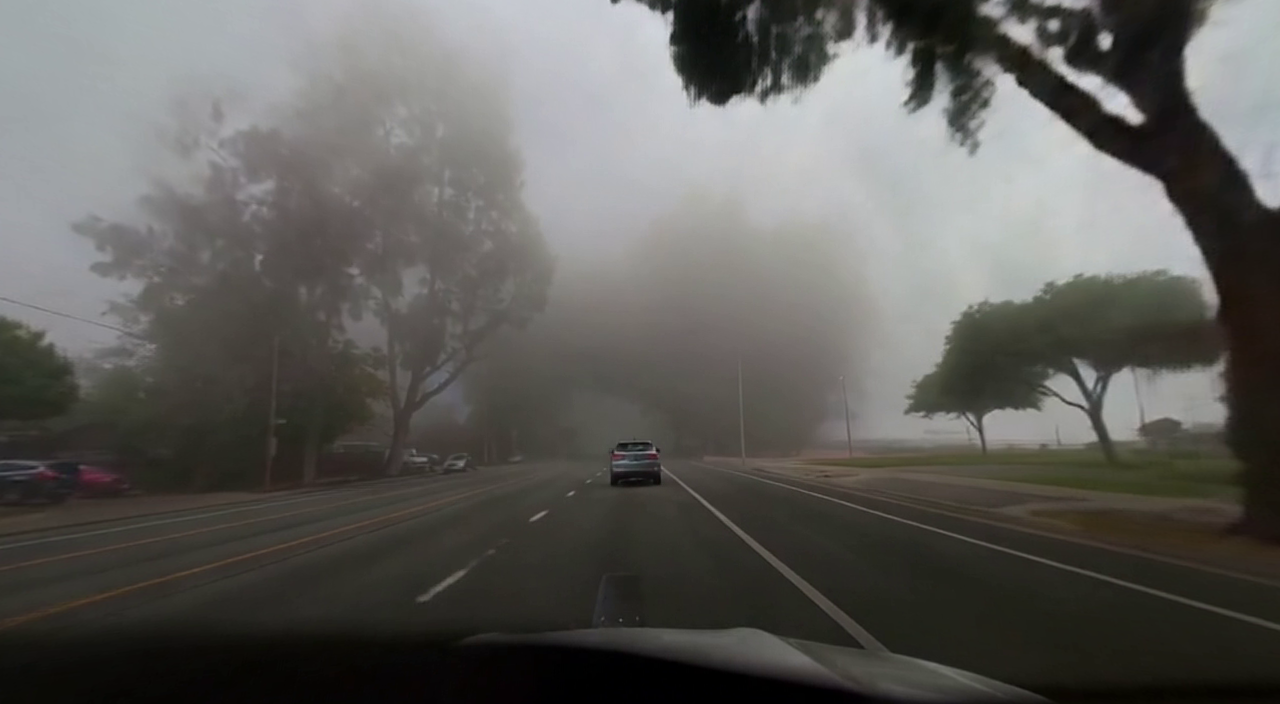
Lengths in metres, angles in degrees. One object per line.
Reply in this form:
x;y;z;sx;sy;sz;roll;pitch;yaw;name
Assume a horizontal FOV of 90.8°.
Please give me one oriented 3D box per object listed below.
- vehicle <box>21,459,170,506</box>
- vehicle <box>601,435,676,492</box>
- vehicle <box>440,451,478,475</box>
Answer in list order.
-21.881;5.246;25.518;4.241;1.500;1.956;-4;-8;0;vehicle
-0.070;3.578;20.600;2.181;1.639;4.127;0;-8;-1;vehicle
-13.962;8.528;48.839;1.900;1.596;4.142;-4;-8;-3;vehicle
